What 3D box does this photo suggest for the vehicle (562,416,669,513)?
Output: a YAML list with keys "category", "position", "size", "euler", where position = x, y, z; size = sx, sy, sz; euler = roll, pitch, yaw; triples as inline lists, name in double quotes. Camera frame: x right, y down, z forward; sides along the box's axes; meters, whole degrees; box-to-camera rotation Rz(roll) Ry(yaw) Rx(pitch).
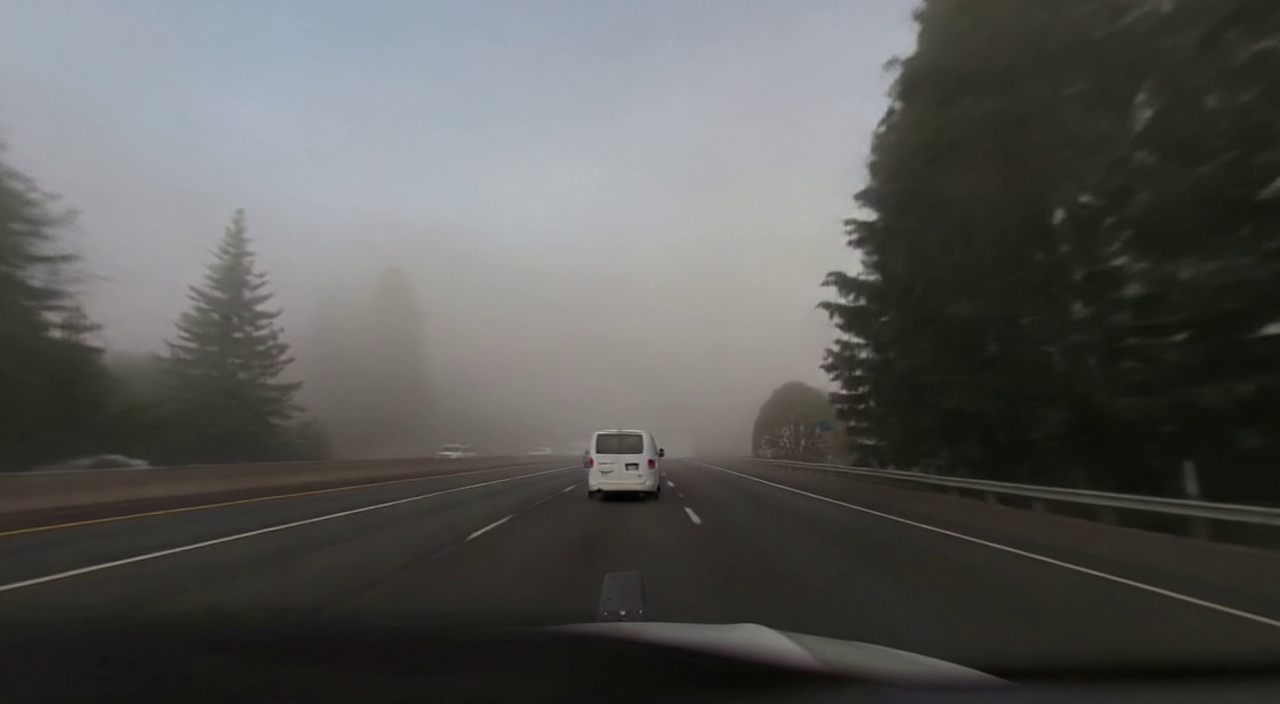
- category: "vehicle"
  position: [-0.414, 2.781, 15.896]
  size: [2.219, 2.033, 4.911]
  euler: [-1, -9, 3]
